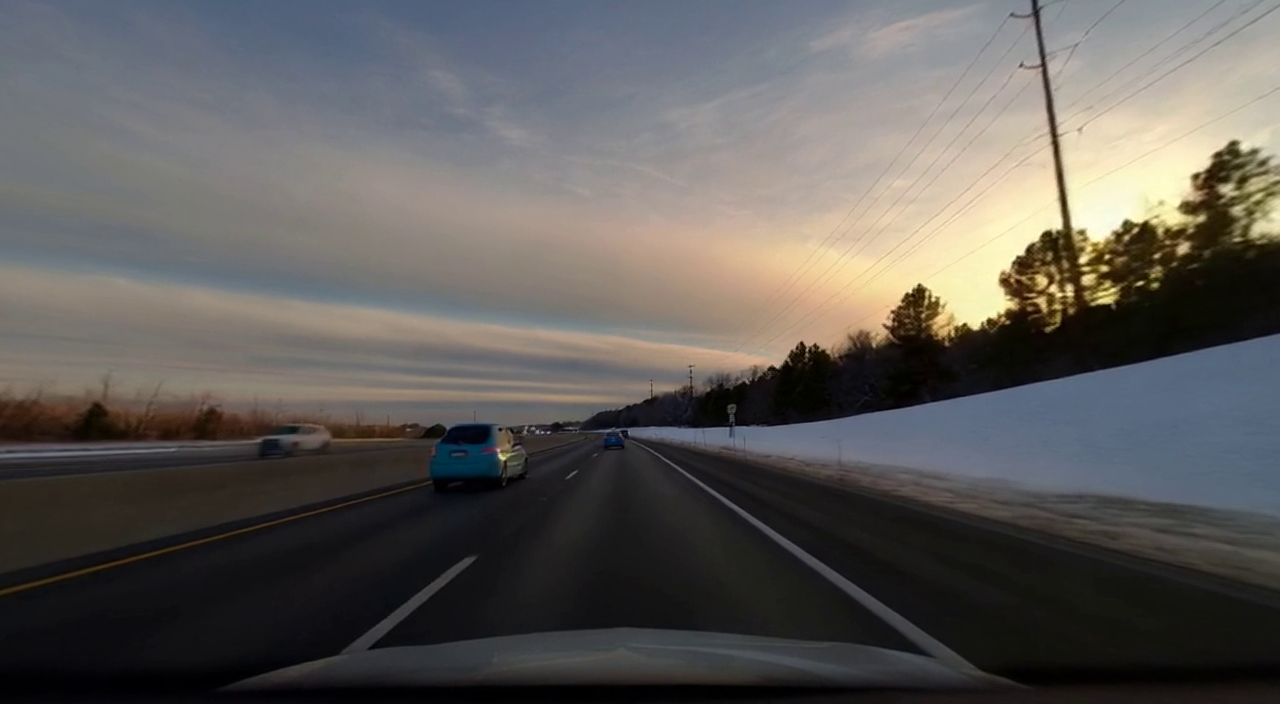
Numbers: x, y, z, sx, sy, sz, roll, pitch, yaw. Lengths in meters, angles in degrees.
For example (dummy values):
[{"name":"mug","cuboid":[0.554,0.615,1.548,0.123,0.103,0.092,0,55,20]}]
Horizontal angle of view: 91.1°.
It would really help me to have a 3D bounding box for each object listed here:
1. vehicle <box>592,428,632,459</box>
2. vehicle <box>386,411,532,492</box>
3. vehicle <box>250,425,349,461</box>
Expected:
[{"name":"vehicle","cuboid":[-1.465,4.910,33.822,1.999,1.536,3.969,0,-8,-1]},{"name":"vehicle","cuboid":[-4.285,2.463,15.943,2.189,1.704,5.205,0,-8,0]},{"name":"vehicle","cuboid":[-15.028,4.036,28.052,1.936,1.498,4.485,0,-8,0]}]
